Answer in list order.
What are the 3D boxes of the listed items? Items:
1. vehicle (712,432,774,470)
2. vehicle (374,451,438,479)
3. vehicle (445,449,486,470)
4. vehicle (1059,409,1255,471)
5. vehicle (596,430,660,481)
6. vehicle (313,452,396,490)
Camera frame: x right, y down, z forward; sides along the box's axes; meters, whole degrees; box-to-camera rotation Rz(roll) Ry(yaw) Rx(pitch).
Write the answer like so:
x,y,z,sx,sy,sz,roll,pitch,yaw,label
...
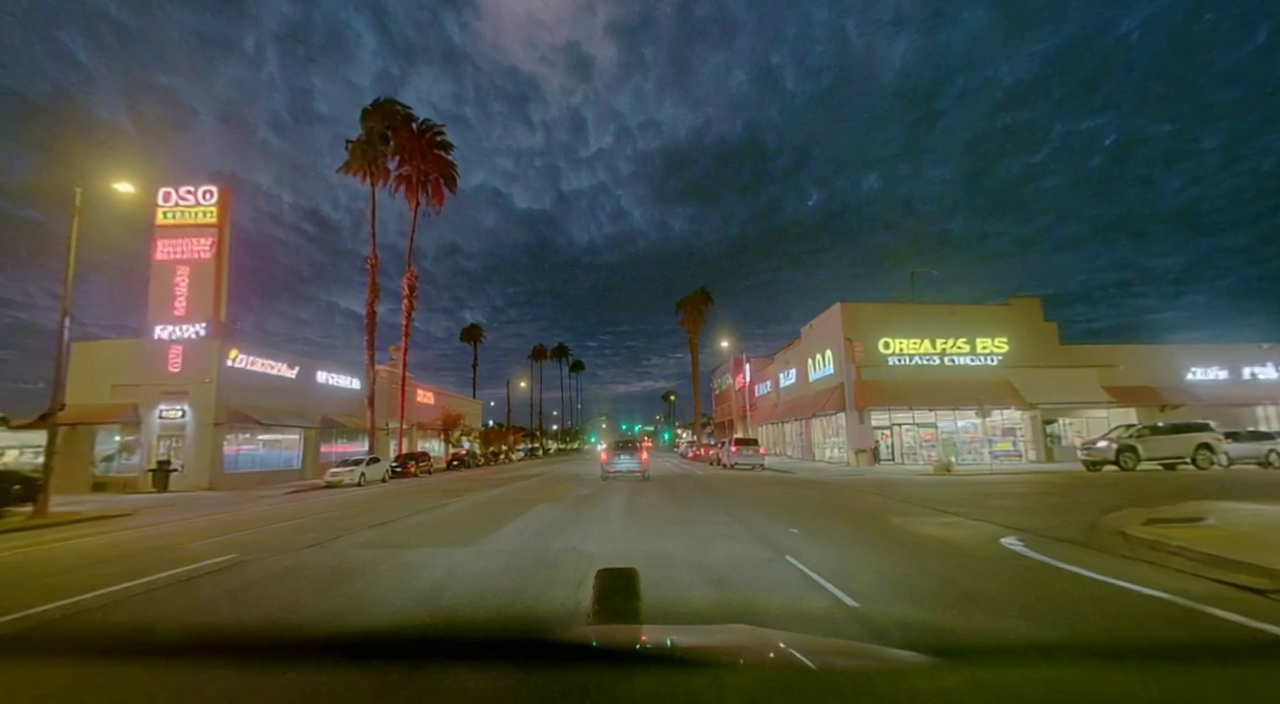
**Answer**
x,y,z,sx,sy,sz,roll,pitch,yaw,label
5.574,5.491,34.974,2.430,1.924,5.779,0,-8,0,vehicle
-13.337,6.447,36.147,1.968,1.472,4.345,0,-8,1,vehicle
-13.344,8.212,48.371,1.840,1.521,4.450,0,-8,1,vehicle
19.050,3.296,23.428,5.096,2.029,2.324,-2,-9,0,vehicle
-0.433,3.903,23.930,2.239,1.763,4.096,0,-8,-1,vehicle
-13.263,5.523,29.572,1.881,1.484,4.565,-3,-8,-1,vehicle
